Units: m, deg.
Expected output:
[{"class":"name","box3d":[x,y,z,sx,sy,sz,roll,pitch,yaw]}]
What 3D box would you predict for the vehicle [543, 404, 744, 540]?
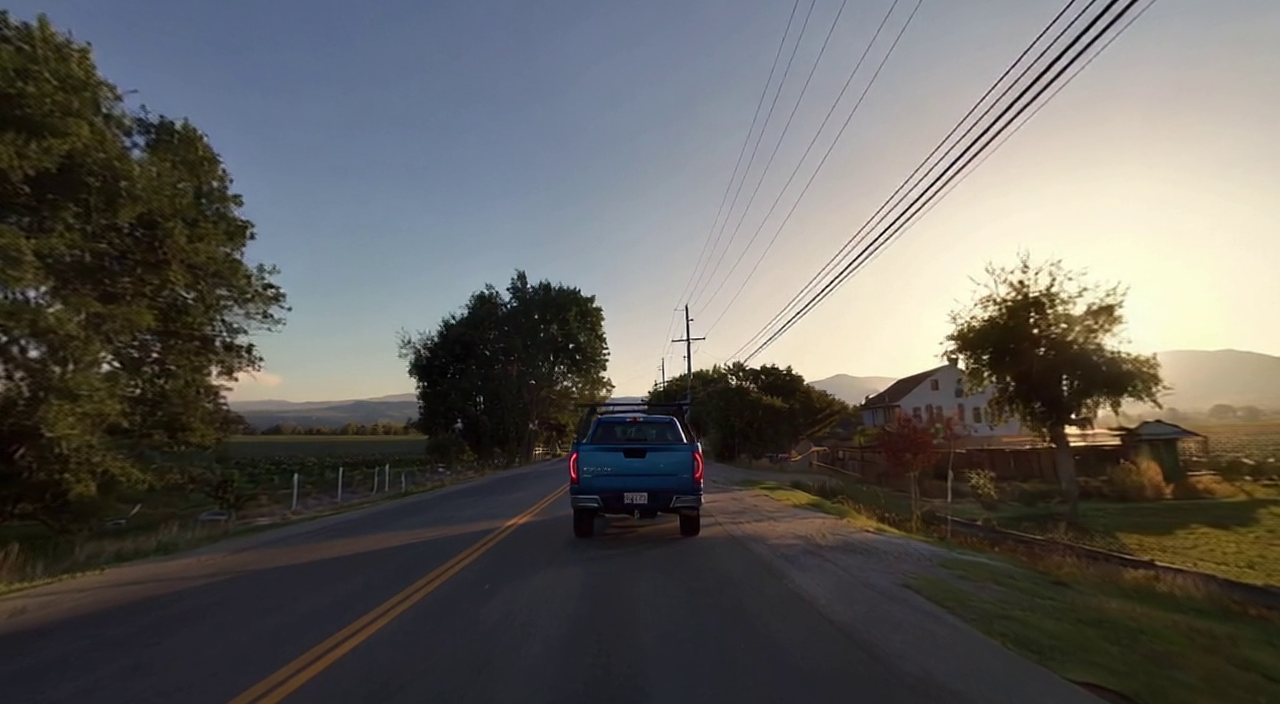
[{"class":"vehicle","box3d":[-0.033,2.102,11.773,2.774,1.861,5.885,0,-8,-2]}]
